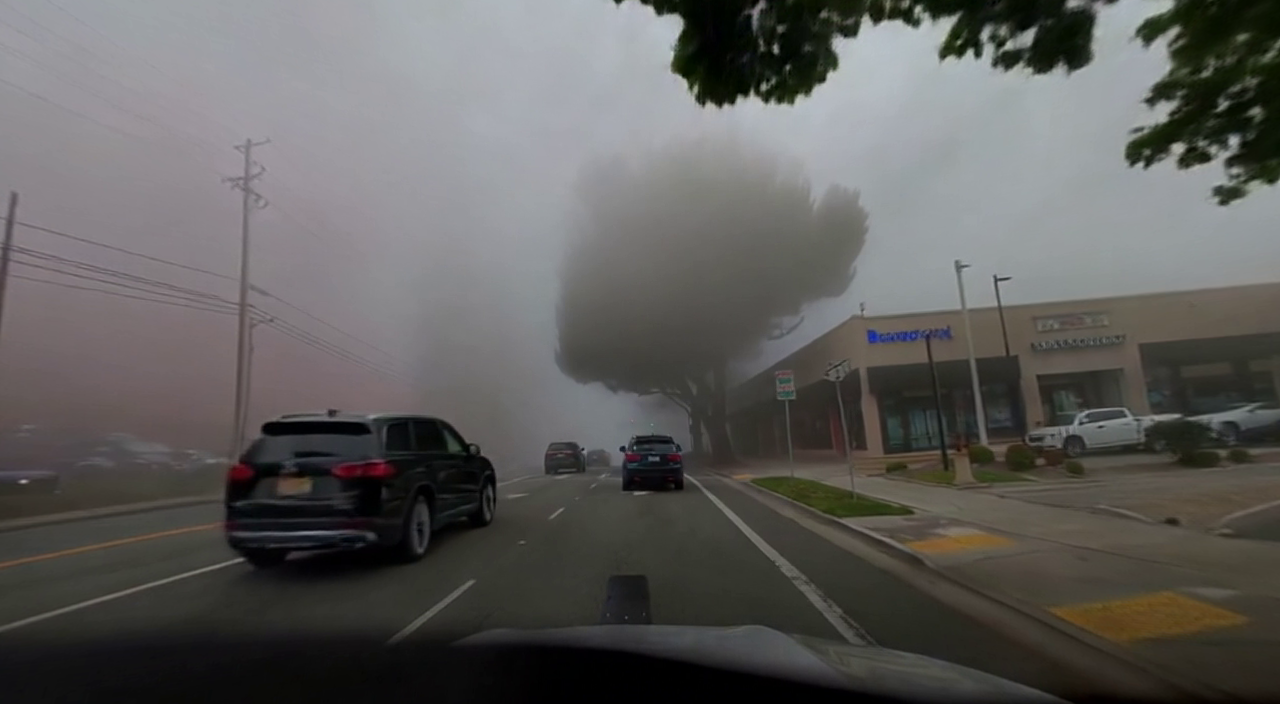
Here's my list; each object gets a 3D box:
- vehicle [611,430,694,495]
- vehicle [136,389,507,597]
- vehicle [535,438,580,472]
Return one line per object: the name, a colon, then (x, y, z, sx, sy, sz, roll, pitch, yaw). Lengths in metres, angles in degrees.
vehicle: (0.311, 3.111, 18.096, 2.108, 1.612, 4.246, 0, -8, 0)
vehicle: (-3.435, 1.639, 8.340, 2.064, 1.859, 5.154, 0, -8, 2)
vehicle: (-4.430, 5.613, 34.554, 1.862, 1.694, 4.315, 0, -8, 0)
